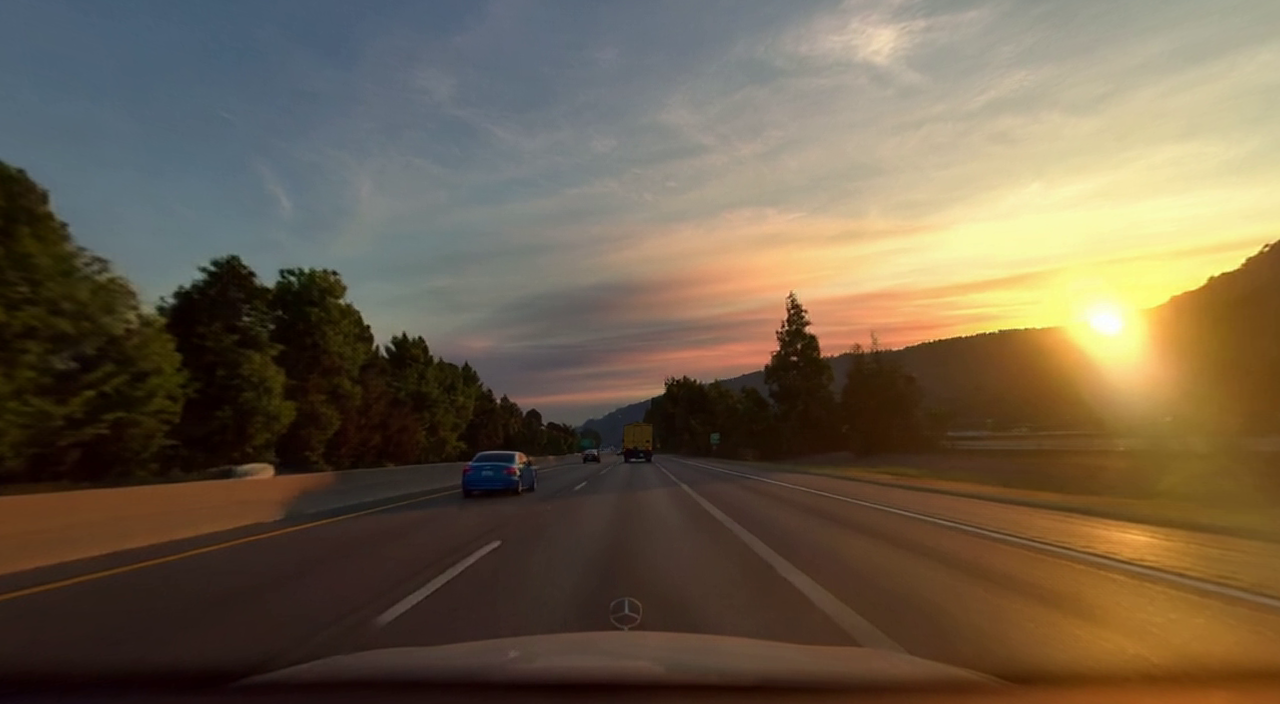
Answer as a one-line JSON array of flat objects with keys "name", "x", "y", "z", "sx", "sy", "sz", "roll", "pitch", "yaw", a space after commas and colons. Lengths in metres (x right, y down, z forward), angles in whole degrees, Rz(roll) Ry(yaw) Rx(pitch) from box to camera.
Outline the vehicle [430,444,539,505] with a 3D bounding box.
[{"name": "vehicle", "x": -4.267, "y": 3.414, "z": 18.095, "sx": 1.916, "sy": 1.506, "sz": 4.476, "roll": 0, "pitch": -9, "yaw": 1}]

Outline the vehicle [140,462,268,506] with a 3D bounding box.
[{"name": "vehicle", "x": -18.410, "y": 5.551, "z": 26.931, "sx": 2.075, "sy": 1.578, "sz": 4.615, "roll": 0, "pitch": -9, "yaw": 2}]
